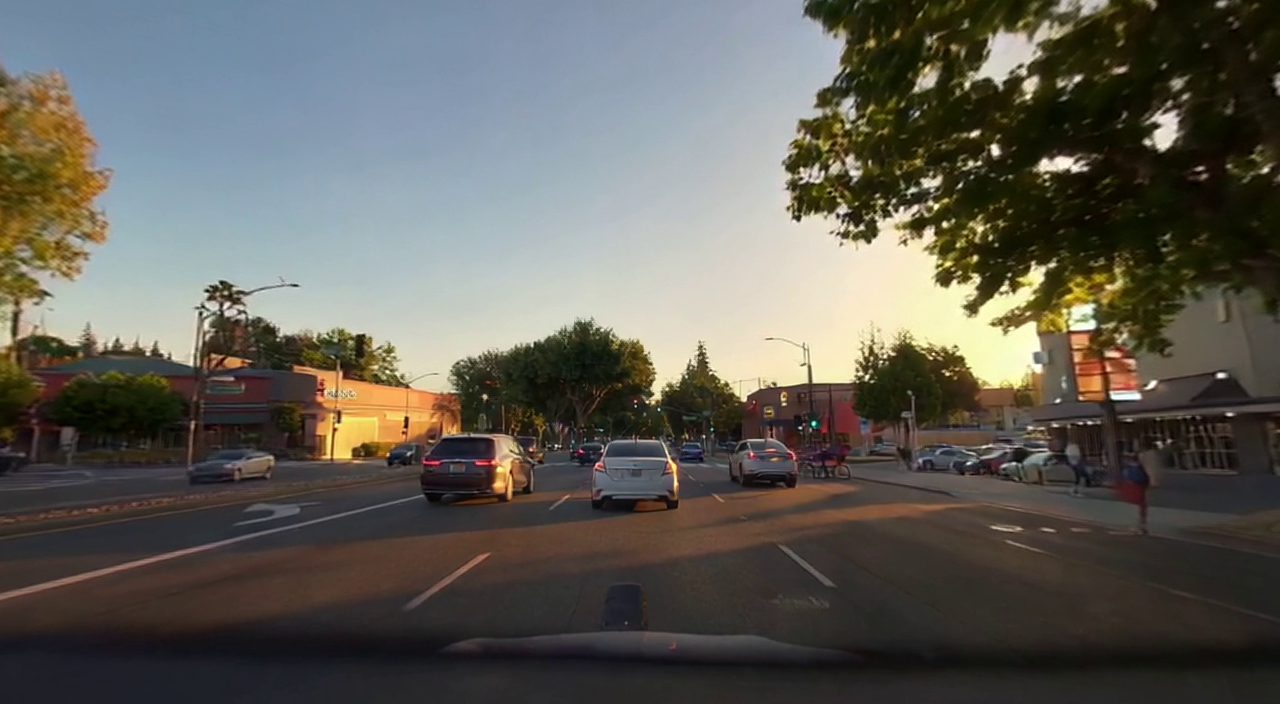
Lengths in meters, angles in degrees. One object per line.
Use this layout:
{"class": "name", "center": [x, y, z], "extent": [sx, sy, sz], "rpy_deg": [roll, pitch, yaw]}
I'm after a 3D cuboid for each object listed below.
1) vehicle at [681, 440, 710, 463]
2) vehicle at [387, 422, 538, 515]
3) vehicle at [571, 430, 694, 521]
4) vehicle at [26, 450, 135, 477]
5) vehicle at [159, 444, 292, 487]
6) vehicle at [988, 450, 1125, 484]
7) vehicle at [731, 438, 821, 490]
{"class": "vehicle", "center": [4.085, 7.379, 46.859], "extent": [1.848, 1.665, 3.747], "rpy_deg": [0, -8, 0]}
{"class": "vehicle", "center": [-3.569, 2.420, 13.560], "extent": [1.983, 1.685, 3.997], "rpy_deg": [0, -8, 2]}
{"class": "vehicle", "center": [-0.125, 2.448, 13.028], "extent": [2.121, 1.563, 4.031], "rpy_deg": [0, -8, 0]}
{"class": "vehicle", "center": [-31.337, 6.243, 35.469], "extent": [4.106, 1.384, 1.878], "rpy_deg": [4, -9, -26]}
{"class": "vehicle", "center": [-15.495, 4.229, 23.914], "extent": [1.896, 1.468, 4.573], "rpy_deg": [0, -8, 0]}
{"class": "vehicle", "center": [19.057, 5.275, 29.043], "extent": [4.795, 1.457, 1.986], "rpy_deg": [0, -8, 4]}
{"class": "vehicle", "center": [4.273, 3.574, 20.510], "extent": [1.979, 1.485, 4.207], "rpy_deg": [0, -8, 0]}
